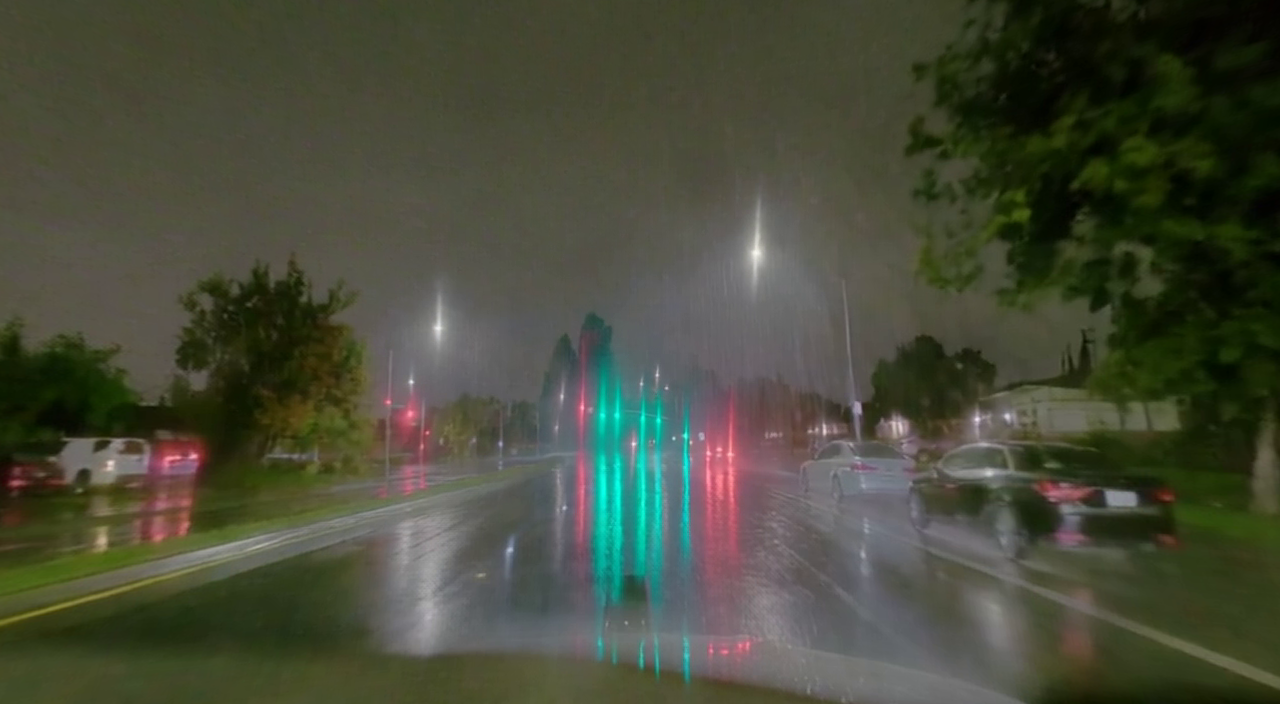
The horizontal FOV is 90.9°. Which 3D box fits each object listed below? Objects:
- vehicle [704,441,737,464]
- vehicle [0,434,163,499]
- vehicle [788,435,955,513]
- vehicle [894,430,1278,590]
[{"bbox_3d":[5.922,7.449,46.844,1.950,1.567,4.083,0,-8,1],"label":"vehicle"},{"bbox_3d":[-19.615,3.856,21.484,4.852,2.017,2.342,-1,-8,4],"label":"vehicle"},{"bbox_3d":[5.186,2.786,14.973,1.997,1.521,4.747,0,-8,-3],"label":"vehicle"},{"bbox_3d":[5.056,1.797,8.083,1.895,1.487,4.176,0,-8,1],"label":"vehicle"}]
